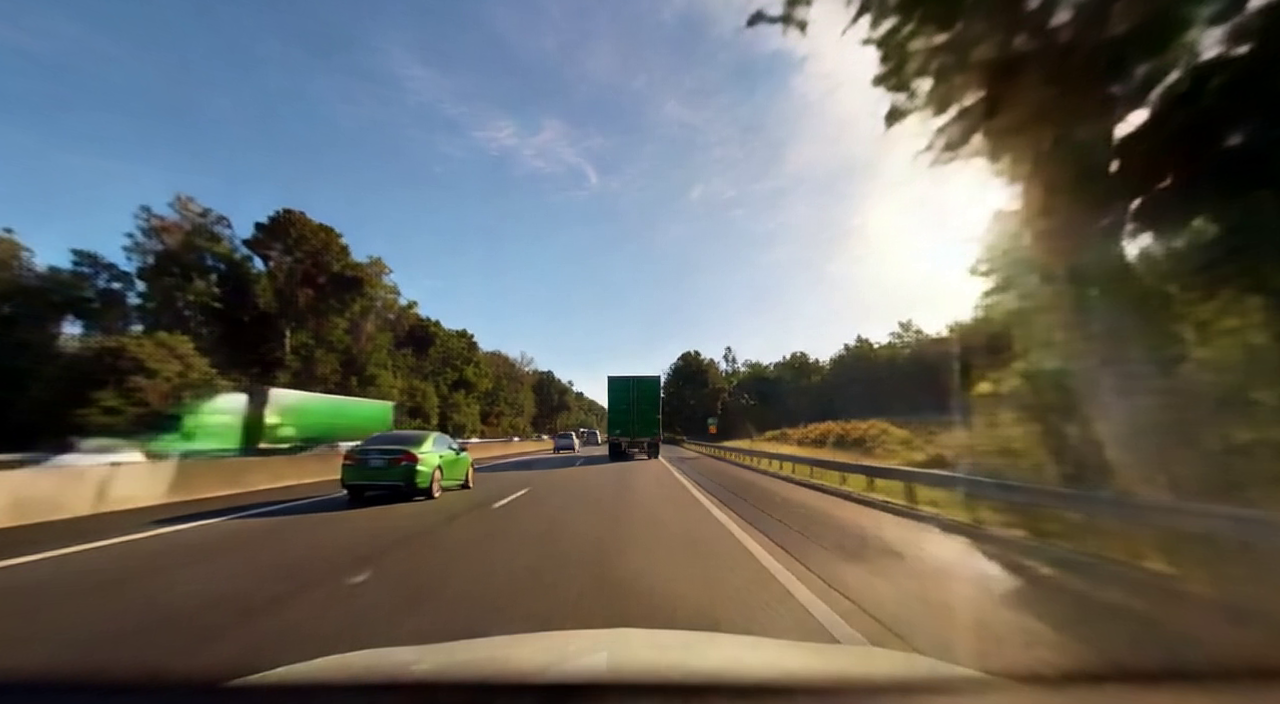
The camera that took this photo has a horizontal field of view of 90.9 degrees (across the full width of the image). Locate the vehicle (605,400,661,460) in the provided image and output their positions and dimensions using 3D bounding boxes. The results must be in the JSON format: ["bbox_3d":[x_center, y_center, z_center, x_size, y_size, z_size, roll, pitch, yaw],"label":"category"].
[{"bbox_3d":[-0.289,3.320,26.834,2.319,2.461,1.270,0,-8,0],"label":"vehicle"}]

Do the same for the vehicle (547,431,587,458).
[{"bbox_3d":[-4.944,6.307,43.146,2.138,1.697,4.587,0,-8,1],"label":"vehicle"}]

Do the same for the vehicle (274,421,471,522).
[{"bbox_3d":[-4.598,2.082,11.576,1.909,1.520,3.897,0,-8,0],"label":"vehicle"}]

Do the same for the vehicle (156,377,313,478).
[{"bbox_3d":[-17.722,3.405,28.136,2.993,4.004,5.828,0,-8,0],"label":"vehicle"}]
